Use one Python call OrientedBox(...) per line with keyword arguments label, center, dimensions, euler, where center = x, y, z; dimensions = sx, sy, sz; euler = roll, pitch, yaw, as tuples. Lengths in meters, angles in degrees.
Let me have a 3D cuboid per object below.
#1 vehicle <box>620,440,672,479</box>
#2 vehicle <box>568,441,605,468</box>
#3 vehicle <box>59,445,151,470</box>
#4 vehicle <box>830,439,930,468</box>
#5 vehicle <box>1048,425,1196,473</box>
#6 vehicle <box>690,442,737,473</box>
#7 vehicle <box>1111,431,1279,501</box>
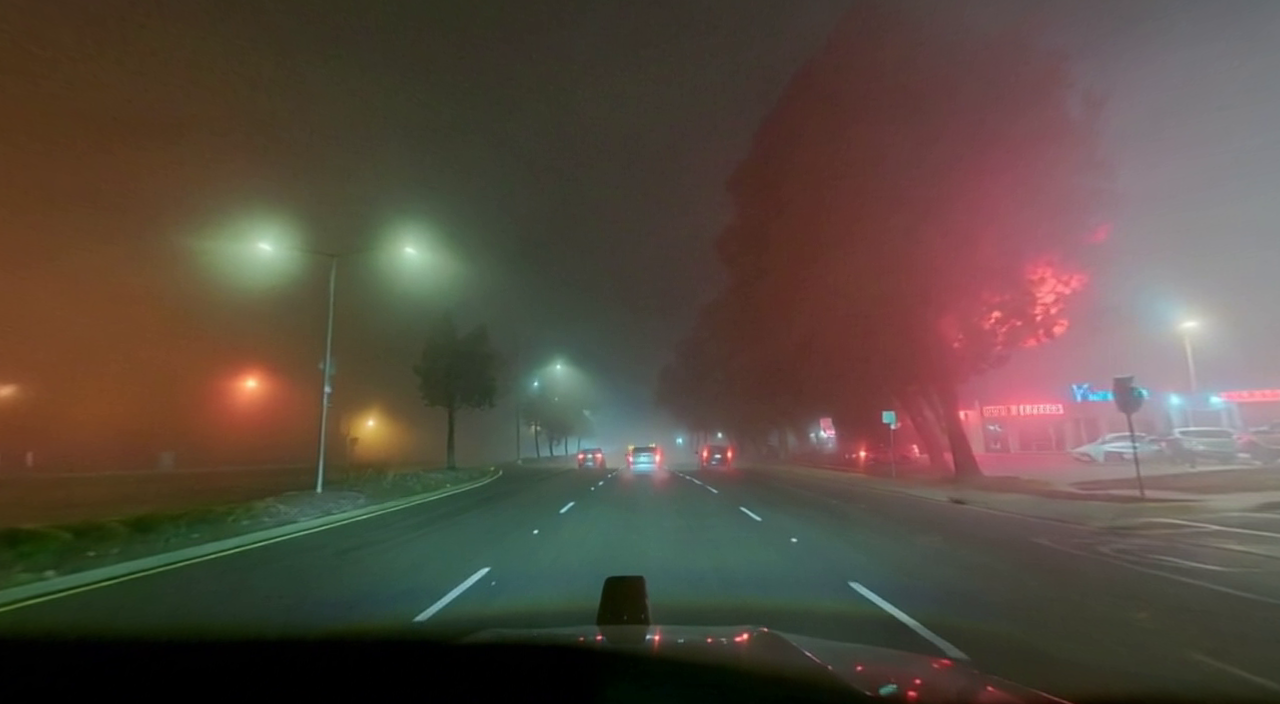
OrientedBox(label="vehicle", center=(0.219, 4.556, 26.967), dimensions=(2.059, 1.477, 4.216), euler=(0, -8, 0))
OrientedBox(label="vehicle", center=(-3.336, 6.503, 40.218), dimensions=(1.995, 1.607, 4.086), euler=(0, -8, 0))
OrientedBox(label="vehicle", center=(-36.296, 7.167, 42.835), dimensions=(4.357, 1.591, 1.981), euler=(0, -9, -2))
OrientedBox(label="vehicle", center=(12.696, 5.392, 33.633), dimensions=(4.622, 1.469, 1.934), euler=(-2, -9, 8))
OrientedBox(label="vehicle", center=(18.403, 3.742, 24.428), dimensions=(1.927, 1.674, 4.638), euler=(0, -8, -2))
OrientedBox(label="vehicle", center=(3.756, 5.462, 32.935), dimensions=(2.012, 1.462, 4.400), euler=(0, -8, 1))
OrientedBox(label="vehicle", center=(14.909, 2.846, 16.215), dimensions=(2.099, 1.526, 4.555), euler=(-1, -8, 1))
